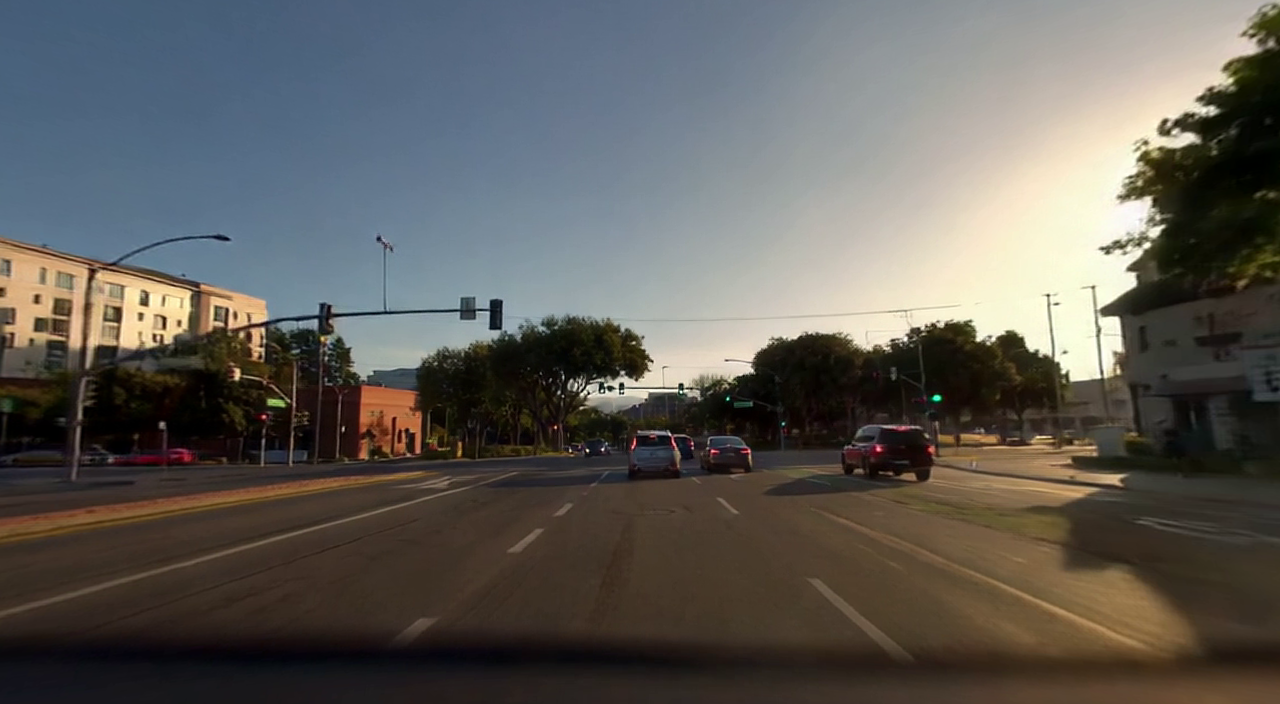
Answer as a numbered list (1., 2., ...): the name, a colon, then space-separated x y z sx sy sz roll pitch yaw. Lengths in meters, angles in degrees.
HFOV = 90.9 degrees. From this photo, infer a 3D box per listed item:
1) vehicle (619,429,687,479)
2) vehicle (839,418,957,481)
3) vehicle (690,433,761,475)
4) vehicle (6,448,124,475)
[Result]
1. vehicle: 0.405 3.510 21.851 2.099 1.516 4.681 0 -8 0
2. vehicle: 8.644 3.330 21.719 2.132 1.892 4.851 -1 -8 2
3. vehicle: 3.157 3.870 24.045 1.994 1.436 4.169 0 -8 -2
4. vehicle: -32.478 6.183 35.733 4.448 1.422 1.890 2 -9 -13
